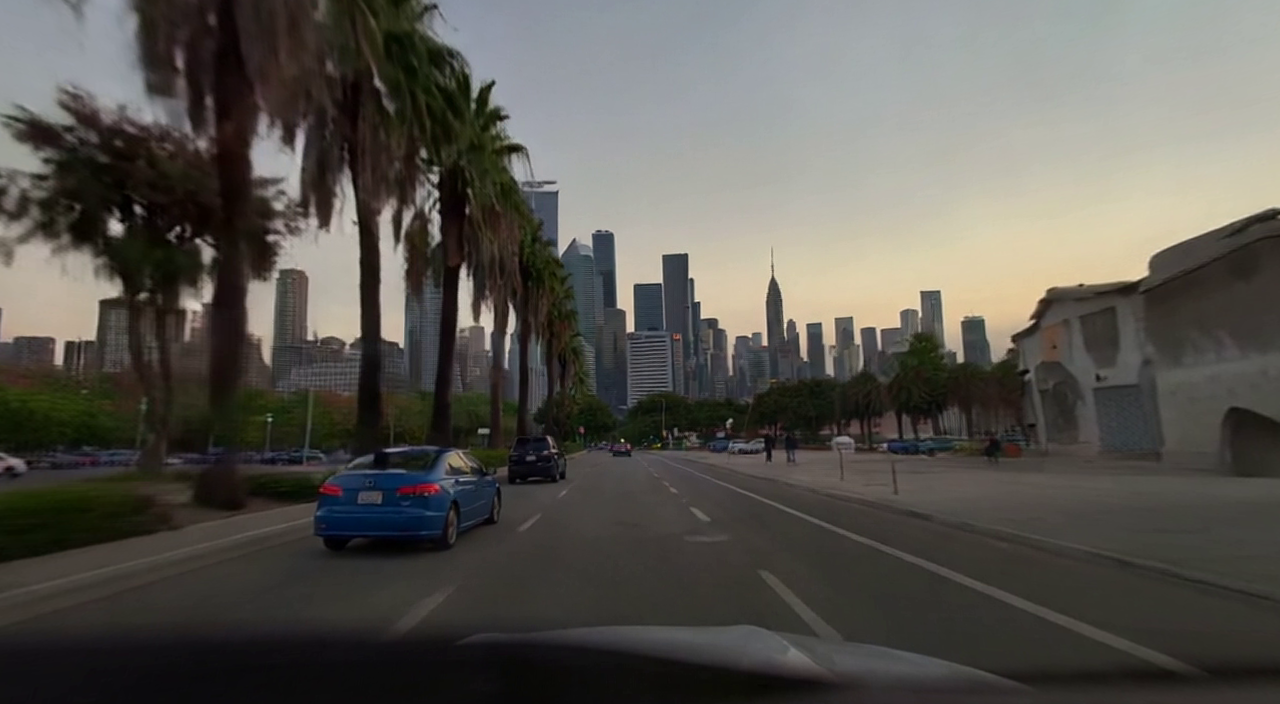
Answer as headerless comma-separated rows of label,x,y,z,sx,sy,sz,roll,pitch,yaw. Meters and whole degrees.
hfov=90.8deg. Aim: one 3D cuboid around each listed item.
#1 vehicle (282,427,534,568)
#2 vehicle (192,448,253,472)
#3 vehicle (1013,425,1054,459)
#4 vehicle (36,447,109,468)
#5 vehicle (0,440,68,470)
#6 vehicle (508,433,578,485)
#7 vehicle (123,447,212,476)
vehicle,-2.937,1.941,9.246,2.071,1.544,4.383,0,-8,-1
vehicle,-31.556,8.154,47.918,1.835,1.664,3.972,0,-8,1
vehicle,23.975,5.493,38.462,1.679,1.923,3.703,-6,-10,36
vehicle,-43.199,8.021,48.139,3.721,1.477,1.828,0,-8,-3
vehicle,-42.963,7.127,43.841,4.367,1.957,2.099,0,-8,-2
vehicle,-3.384,3.799,22.682,1.894,1.702,3.999,0,-8,0
vehicle,-31.197,7.211,41.969,1.947,1.763,5.176,0,-9,-1
